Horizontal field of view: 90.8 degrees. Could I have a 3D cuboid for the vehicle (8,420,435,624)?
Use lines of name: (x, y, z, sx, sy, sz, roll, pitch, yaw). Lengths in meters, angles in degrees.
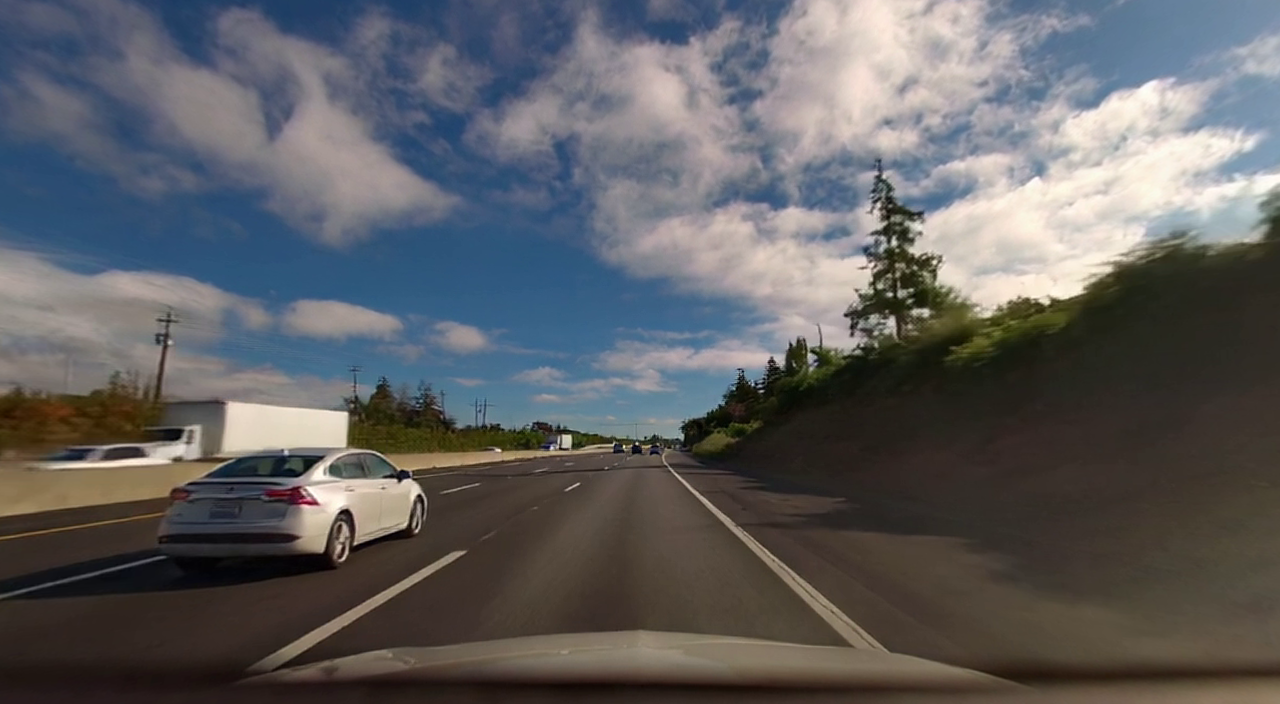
vehicle: (-3.699, 1.535, 6.478, 1.991, 1.507, 3.391, 0, -9, 1)
